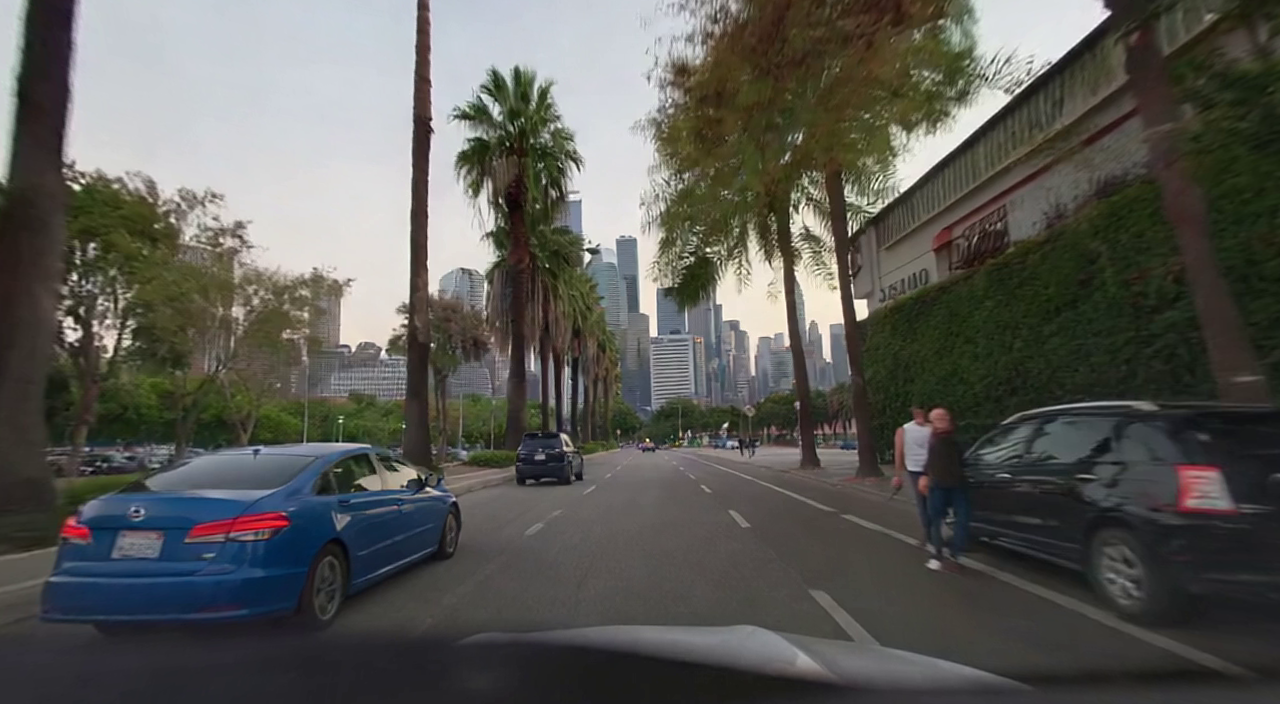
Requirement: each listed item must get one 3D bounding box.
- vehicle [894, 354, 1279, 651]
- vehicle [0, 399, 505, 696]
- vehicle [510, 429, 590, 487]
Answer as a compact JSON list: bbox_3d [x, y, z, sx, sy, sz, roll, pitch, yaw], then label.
[{"bbox_3d":[4.516,1.285,6.434,2.060,1.856,4.878,-1,-8,3],"label":"vehicle"},{"bbox_3d":[-2.770,1.351,5.588,2.071,1.544,4.383,0,-8,2],"label":"vehicle"},{"bbox_3d":[-2.833,3.462,20.803,1.894,1.702,3.999,0,-8,2],"label":"vehicle"}]
